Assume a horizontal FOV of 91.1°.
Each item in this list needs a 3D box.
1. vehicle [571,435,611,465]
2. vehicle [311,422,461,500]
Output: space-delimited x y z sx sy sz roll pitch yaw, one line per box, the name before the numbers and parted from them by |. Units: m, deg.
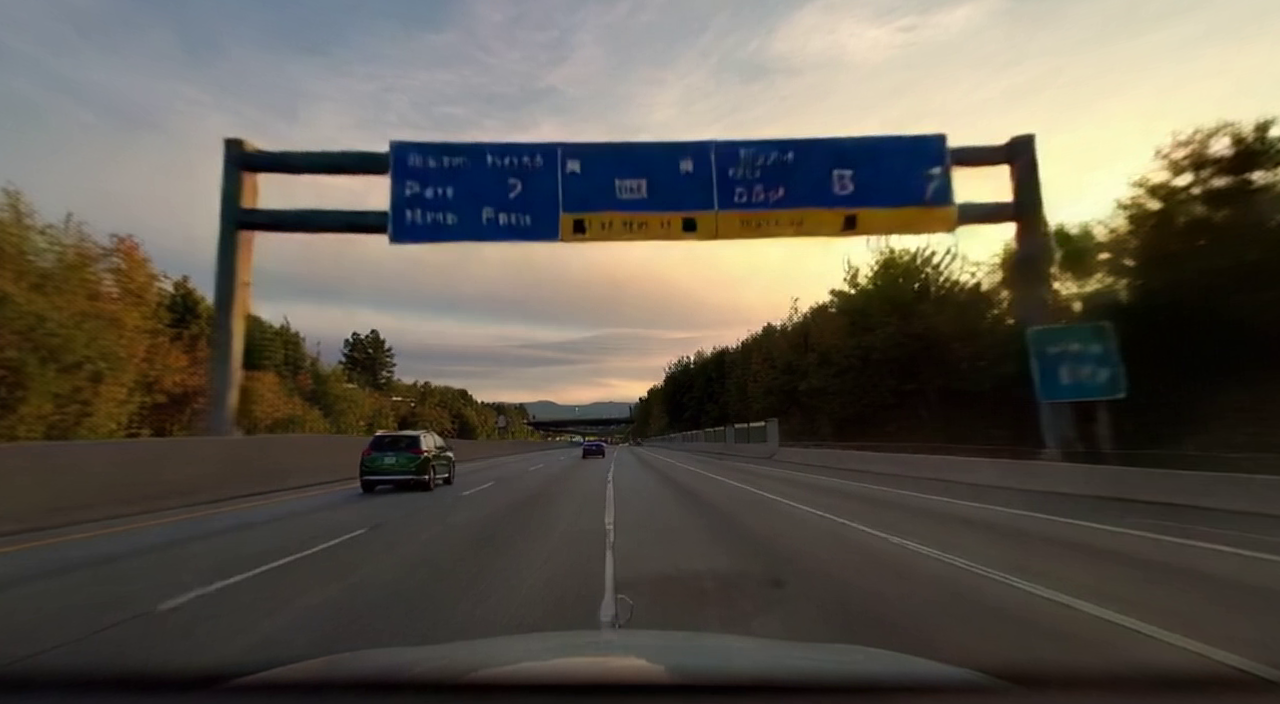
vehicle | -2.635 5.357 34.735 2.010 1.534 4.013 0 -8 -1
vehicle | -6.232 2.703 16.134 2.111 1.689 4.505 0 -8 -2
